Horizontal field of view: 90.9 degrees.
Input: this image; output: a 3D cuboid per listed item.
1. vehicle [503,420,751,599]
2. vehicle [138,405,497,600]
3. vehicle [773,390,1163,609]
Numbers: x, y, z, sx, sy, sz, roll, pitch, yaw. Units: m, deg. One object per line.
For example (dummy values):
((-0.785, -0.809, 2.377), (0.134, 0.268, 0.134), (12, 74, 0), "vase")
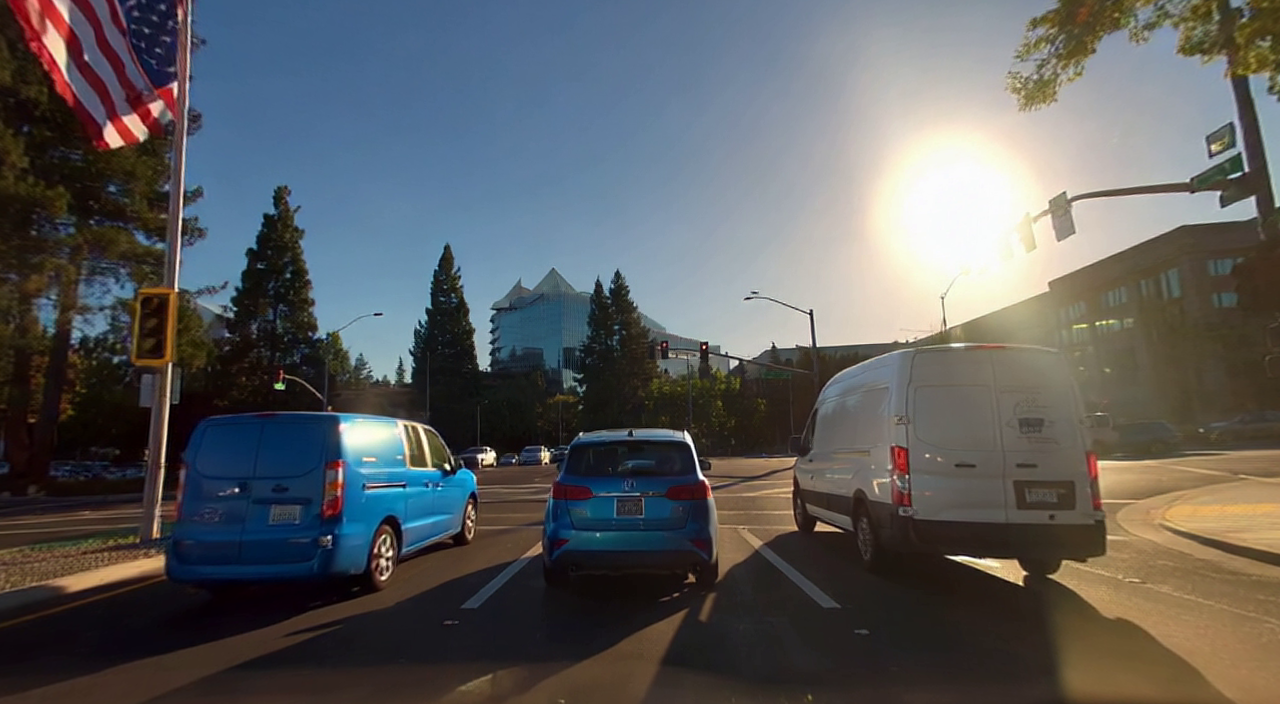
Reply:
((-0.146, 1.644, 7.470), (2.098, 1.494, 4.118), (0, -9, -1), "vehicle")
((-3.291, 1.610, 7.569), (2.024, 1.677, 3.998), (-1, -9, 3), "vehicle")
((3.095, 1.512, 7.326), (2.178, 1.746, 4.400), (0, -9, 1), "vehicle")
